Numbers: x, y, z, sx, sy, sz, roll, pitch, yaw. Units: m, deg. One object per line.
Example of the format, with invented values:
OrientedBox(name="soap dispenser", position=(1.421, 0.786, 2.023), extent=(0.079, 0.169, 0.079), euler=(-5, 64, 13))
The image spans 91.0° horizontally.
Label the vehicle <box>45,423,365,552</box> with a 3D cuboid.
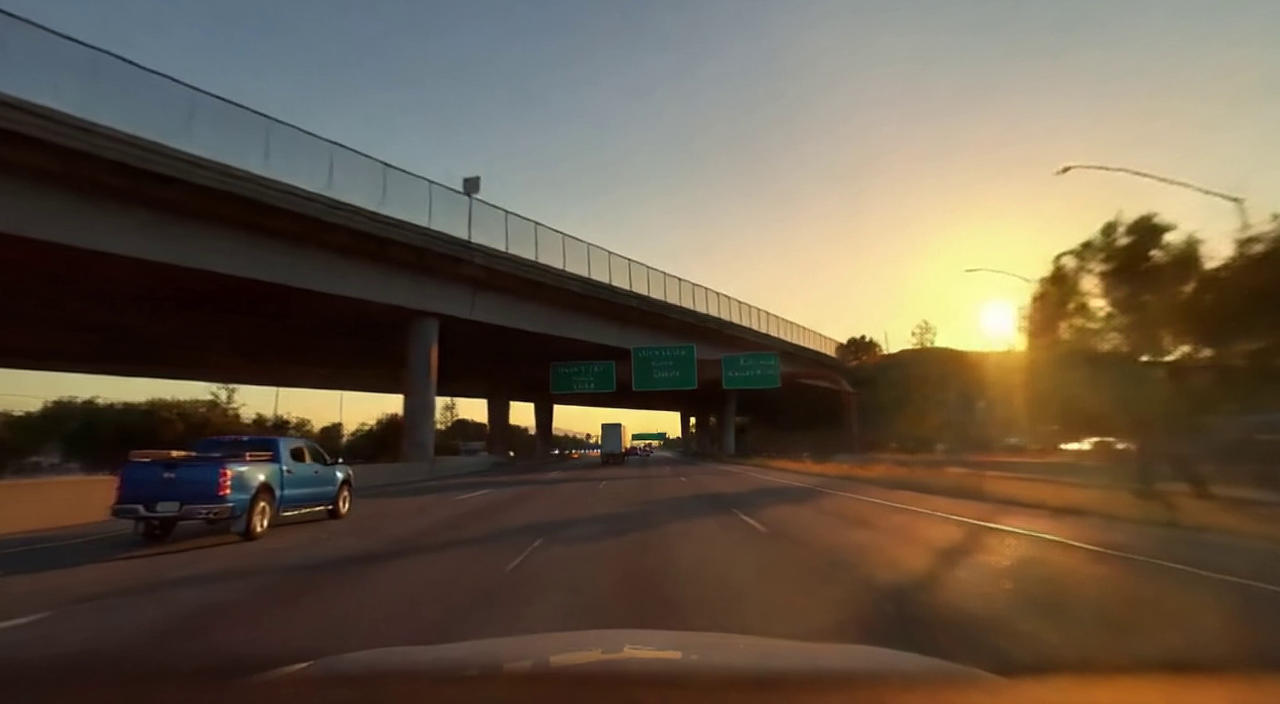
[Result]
OrientedBox(name="vehicle", position=(-6.976, 2.213, 10.993), extent=(2.168, 1.729, 4.724), euler=(0, -9, 0))
